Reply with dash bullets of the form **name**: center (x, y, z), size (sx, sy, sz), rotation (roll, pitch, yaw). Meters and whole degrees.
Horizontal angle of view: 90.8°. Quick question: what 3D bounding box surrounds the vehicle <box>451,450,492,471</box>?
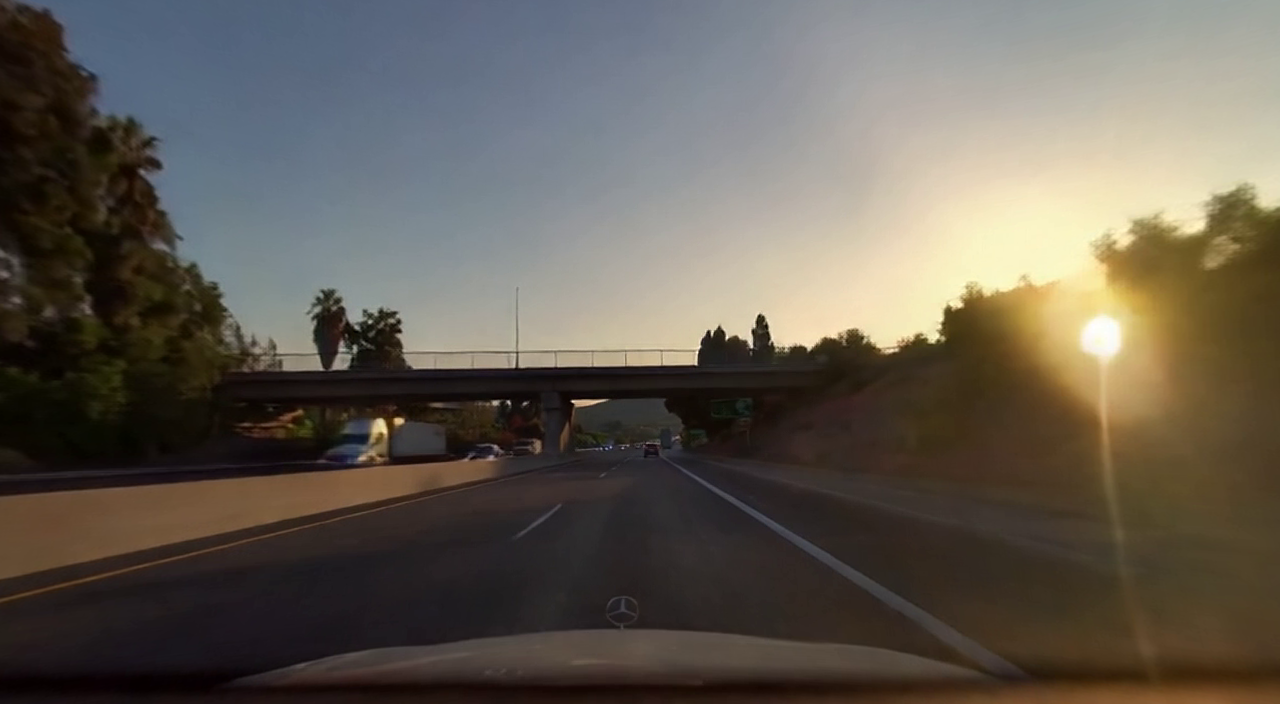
- **vehicle**: center (-12.506, 8.092, 47.096), size (1.897, 1.461, 4.172), rotation (0, -9, 1)

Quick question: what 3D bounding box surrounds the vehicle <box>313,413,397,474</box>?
- **vehicle**: center (-20.060, 6.569, 44.881), size (3.007, 4.007, 5.965), rotation (0, -9, 1)
